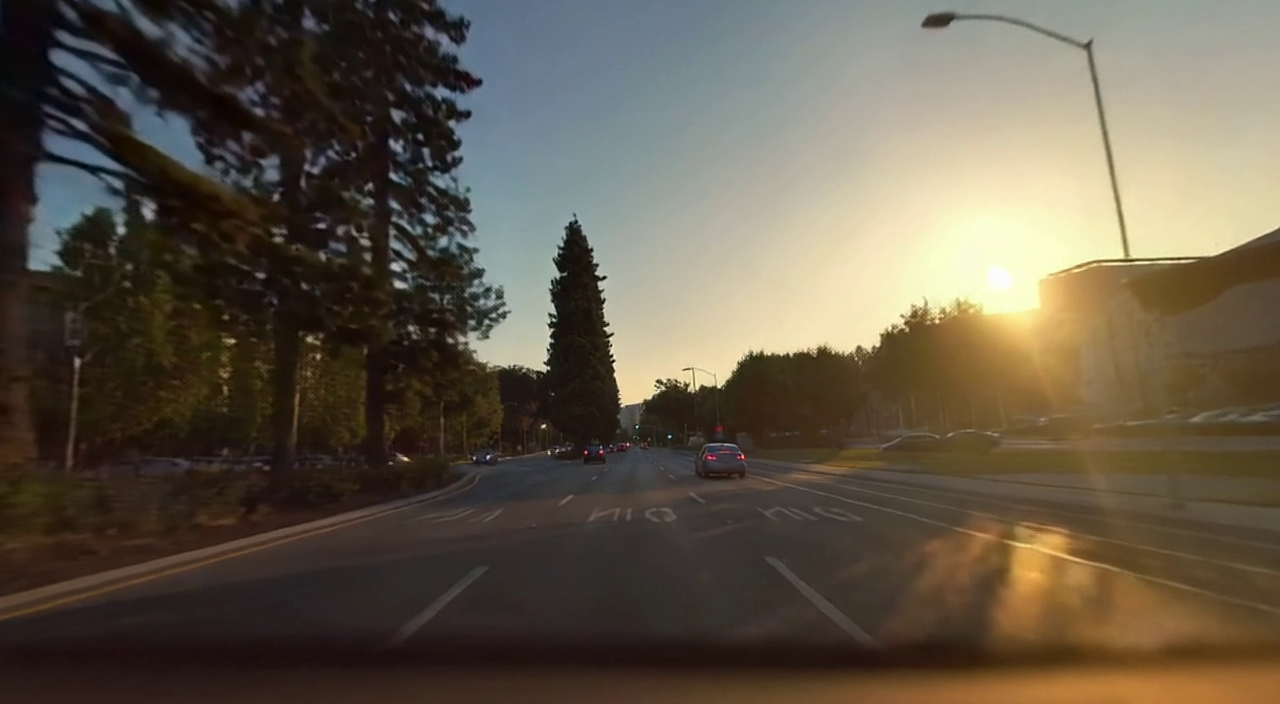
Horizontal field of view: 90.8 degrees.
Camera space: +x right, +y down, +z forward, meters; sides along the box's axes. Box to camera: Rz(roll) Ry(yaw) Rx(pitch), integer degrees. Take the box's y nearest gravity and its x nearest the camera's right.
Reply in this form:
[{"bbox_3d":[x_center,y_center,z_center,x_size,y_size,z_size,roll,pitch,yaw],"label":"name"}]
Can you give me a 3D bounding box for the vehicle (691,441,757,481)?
[{"bbox_3d":[3.288,4.348,25.599,1.966,1.449,4.290,0,-8,-1],"label":"vehicle"}]
